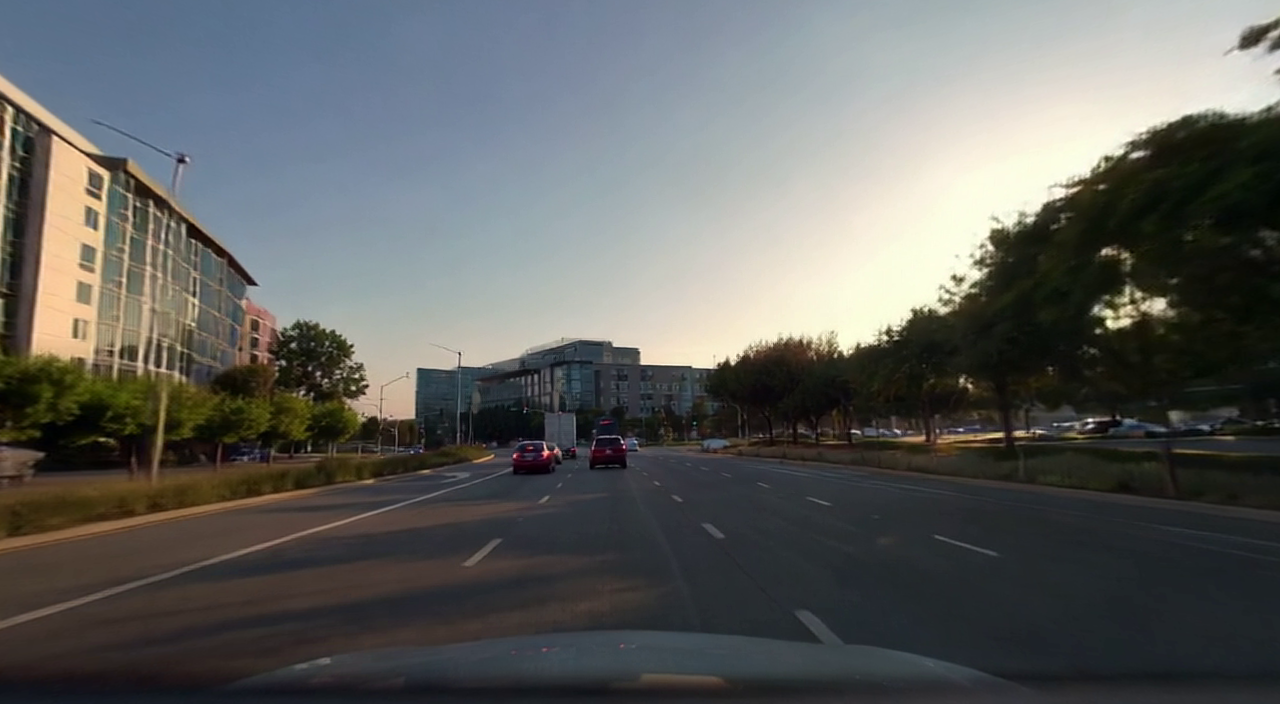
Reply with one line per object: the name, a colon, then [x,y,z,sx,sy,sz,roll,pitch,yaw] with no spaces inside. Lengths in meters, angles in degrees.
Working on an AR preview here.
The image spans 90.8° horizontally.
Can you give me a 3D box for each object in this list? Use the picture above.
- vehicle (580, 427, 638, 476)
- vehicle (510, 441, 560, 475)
vehicle: [-1.364,4.204,26.817,2.260,1.872,4.578,1,-8,-4]
vehicle: [-4.910,4.986,29.982,1.904,1.460,4.300,0,-8,-4]
